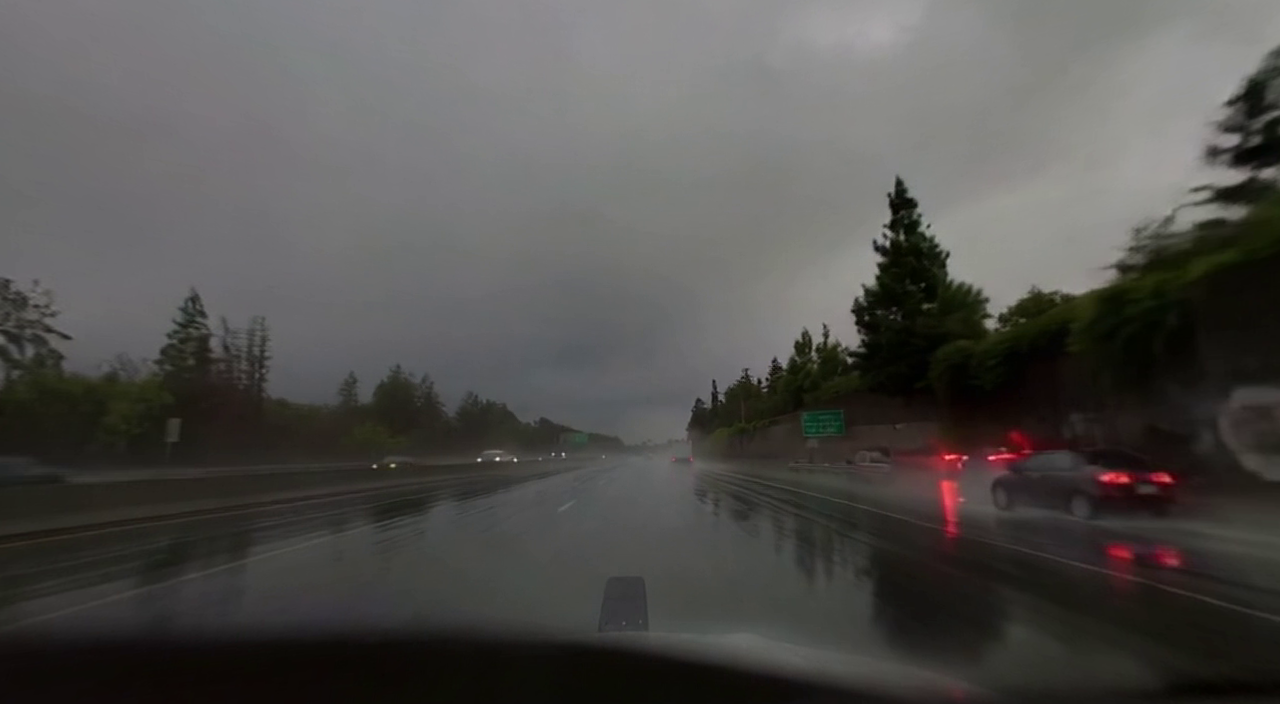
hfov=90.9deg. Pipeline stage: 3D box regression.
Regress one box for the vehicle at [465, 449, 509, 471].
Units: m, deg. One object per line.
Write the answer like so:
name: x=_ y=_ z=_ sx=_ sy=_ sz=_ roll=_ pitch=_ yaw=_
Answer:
vehicle: x=-12.033 y=8.533 z=49.935 sx=2.015 sy=1.589 sz=5.138 roll=0 pitch=-9 yaw=2

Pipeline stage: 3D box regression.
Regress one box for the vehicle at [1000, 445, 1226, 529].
vehicle: x=9.802 y=2.783 z=13.628 sx=1.842 sy=1.475 sz=4.479 roll=-1 pitch=-9 yaw=8

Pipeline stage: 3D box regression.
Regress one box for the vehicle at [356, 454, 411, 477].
vehicle: x=-18.302 y=8.084 z=45.218 sx=1.960 sy=1.529 sz=4.452 roll=0 pitch=-9 yaw=1

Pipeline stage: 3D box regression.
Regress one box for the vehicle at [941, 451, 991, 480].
vehicle: x=18.844 y=6.500 z=36.307 sx=2.008 sy=1.534 sz=3.912 roll=-6 pitch=-11 yaw=33
